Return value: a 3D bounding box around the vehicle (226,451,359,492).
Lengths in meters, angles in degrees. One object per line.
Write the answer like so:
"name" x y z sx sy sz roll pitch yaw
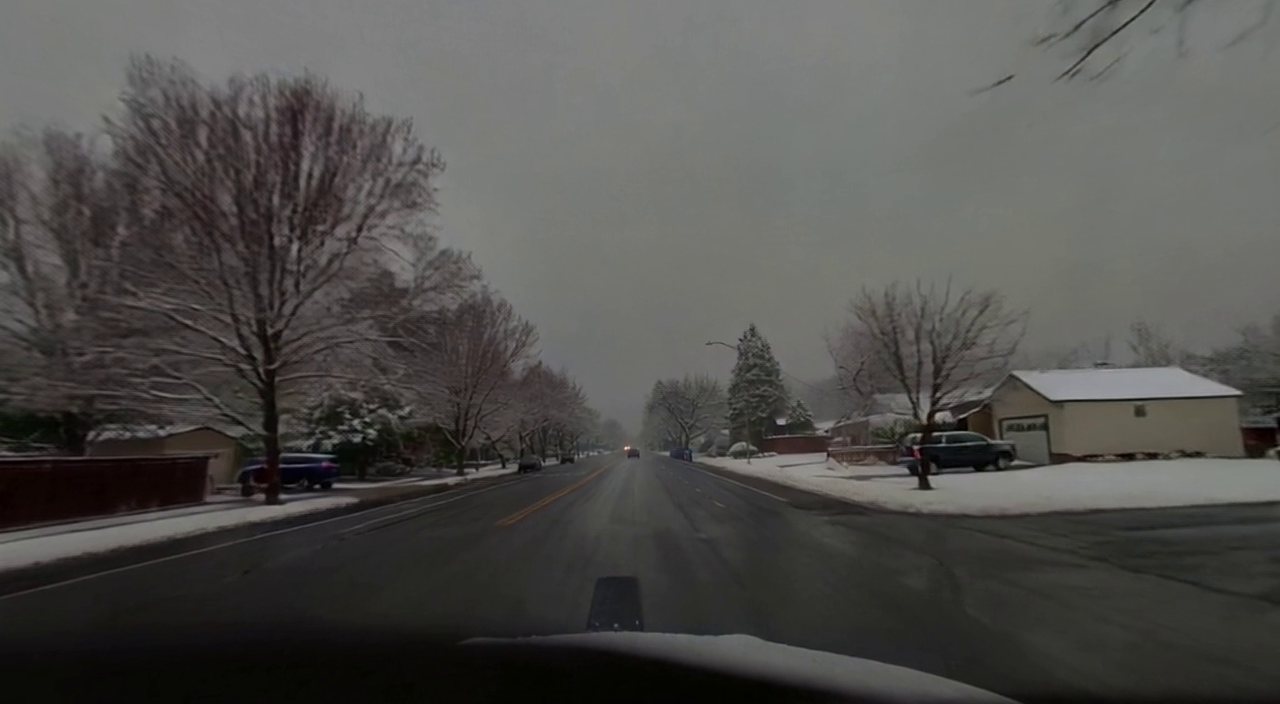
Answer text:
"vehicle" -15.686 5.393 28.716 4.859 1.780 2.031 -1 -9 2

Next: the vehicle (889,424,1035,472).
"vehicle" 11.976 3.602 23.721 4.392 1.685 1.959 0 -9 -4
